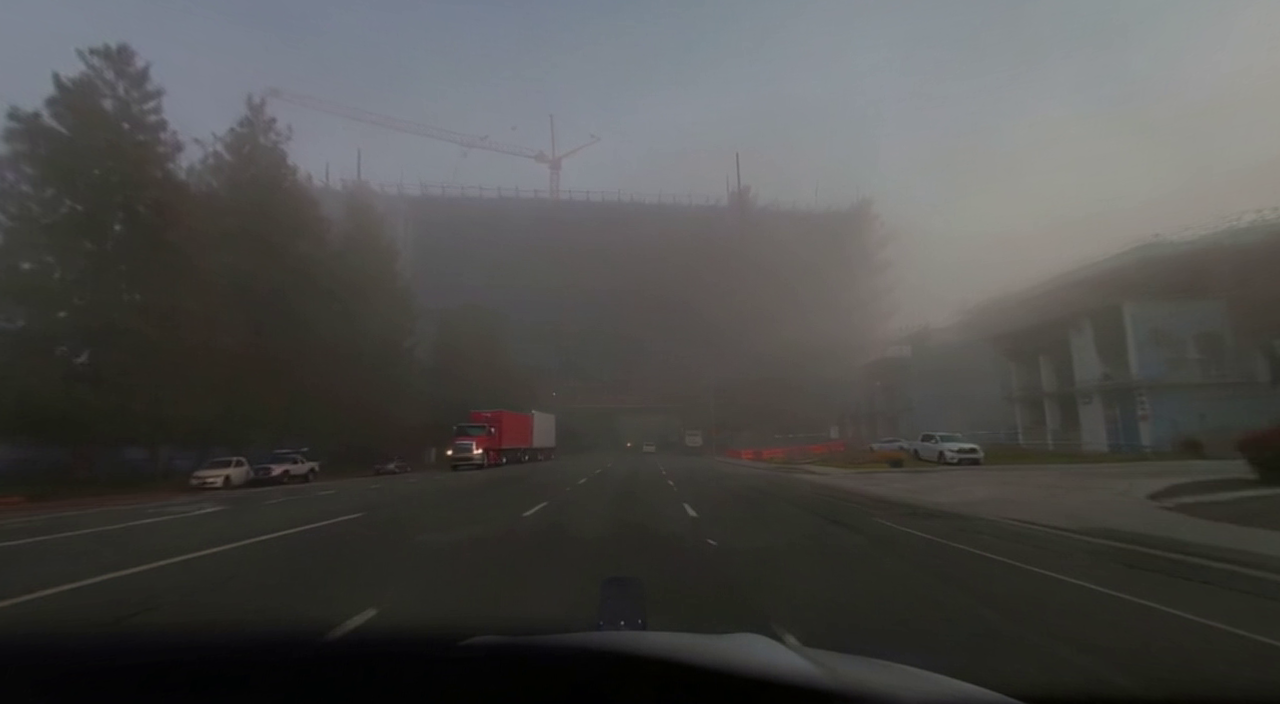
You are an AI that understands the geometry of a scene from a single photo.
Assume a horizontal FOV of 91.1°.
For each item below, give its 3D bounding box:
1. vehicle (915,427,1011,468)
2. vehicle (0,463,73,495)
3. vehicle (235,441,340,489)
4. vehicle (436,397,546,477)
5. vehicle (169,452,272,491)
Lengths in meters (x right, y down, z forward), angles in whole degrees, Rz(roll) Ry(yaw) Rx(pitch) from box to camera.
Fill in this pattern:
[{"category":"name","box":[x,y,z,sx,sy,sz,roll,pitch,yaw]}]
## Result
[{"category":"vehicle","box":[16.477,4.923,32.462,2.021,1.835,5.654,2,-8,1]},{"category":"vehicle","box":[-33.909,6.813,33.765,1.848,1.484,4.574,1,-8,16]},{"category":"vehicle","box":[-18.201,5.802,32.801,2.154,1.987,5.836,-5,-7,0]},{"category":"vehicle","box":[-7.346,4.493,32.732,3.032,3.524,9.640,0,-8,2]},{"category":"vehicle","box":[-21.521,6.115,32.482,2.168,1.800,4.603,0,-8,-2]}]
